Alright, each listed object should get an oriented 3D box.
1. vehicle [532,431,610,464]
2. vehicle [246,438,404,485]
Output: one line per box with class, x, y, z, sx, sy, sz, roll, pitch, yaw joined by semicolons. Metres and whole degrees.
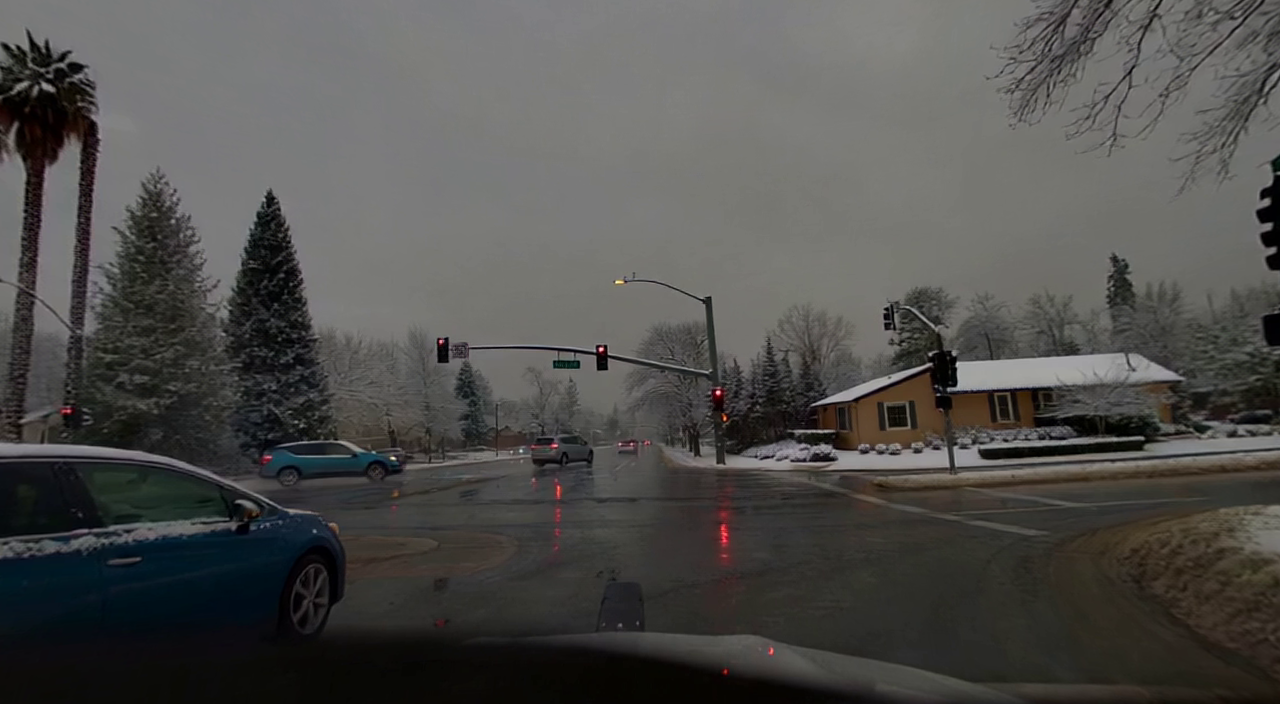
vehicle;-3.919;5.604;37.012;2.393;1.775;5.204;-4;-9;21
vehicle;-11.567;4.004;23.430;4.777;1.541;2.083;8;-12;-43
